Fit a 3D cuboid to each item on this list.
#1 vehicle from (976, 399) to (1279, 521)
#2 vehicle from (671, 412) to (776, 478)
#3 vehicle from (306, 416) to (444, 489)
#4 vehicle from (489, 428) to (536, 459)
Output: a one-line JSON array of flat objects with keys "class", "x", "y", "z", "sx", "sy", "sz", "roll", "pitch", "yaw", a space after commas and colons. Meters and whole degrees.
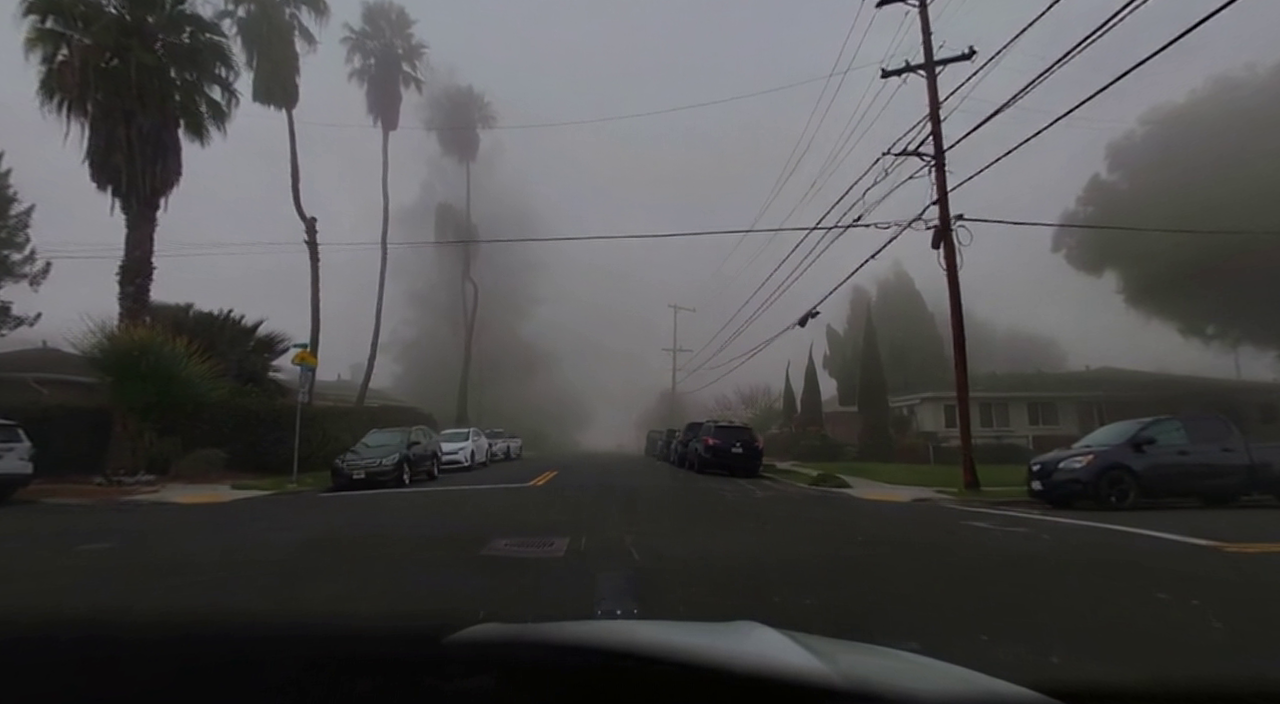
[{"class": "vehicle", "x": 10.216, "y": 2.005, "z": 12.317, "sx": 5.971, "sy": 1.967, "sz": 2.385, "roll": -1, "pitch": -8, "yaw": -5}, {"class": "vehicle", "x": 2.565, "y": 3.110, "z": 21.284, "sx": 2.505, "sy": 1.895, "sz": 5.805, "roll": 0, "pitch": -8, "yaw": -3}, {"class": "vehicle", "x": -7.070, "y": 2.717, "z": 17.452, "sx": 2.198, "sy": 1.724, "sz": 4.493, "roll": 1, "pitch": -8, "yaw": -5}, {"class": "vehicle", "x": -8.133, "y": 5.895, "z": 40.754, "sx": 2.178, "sy": 1.865, "sz": 4.658, "roll": 0, "pitch": -8, "yaw": -2}]
